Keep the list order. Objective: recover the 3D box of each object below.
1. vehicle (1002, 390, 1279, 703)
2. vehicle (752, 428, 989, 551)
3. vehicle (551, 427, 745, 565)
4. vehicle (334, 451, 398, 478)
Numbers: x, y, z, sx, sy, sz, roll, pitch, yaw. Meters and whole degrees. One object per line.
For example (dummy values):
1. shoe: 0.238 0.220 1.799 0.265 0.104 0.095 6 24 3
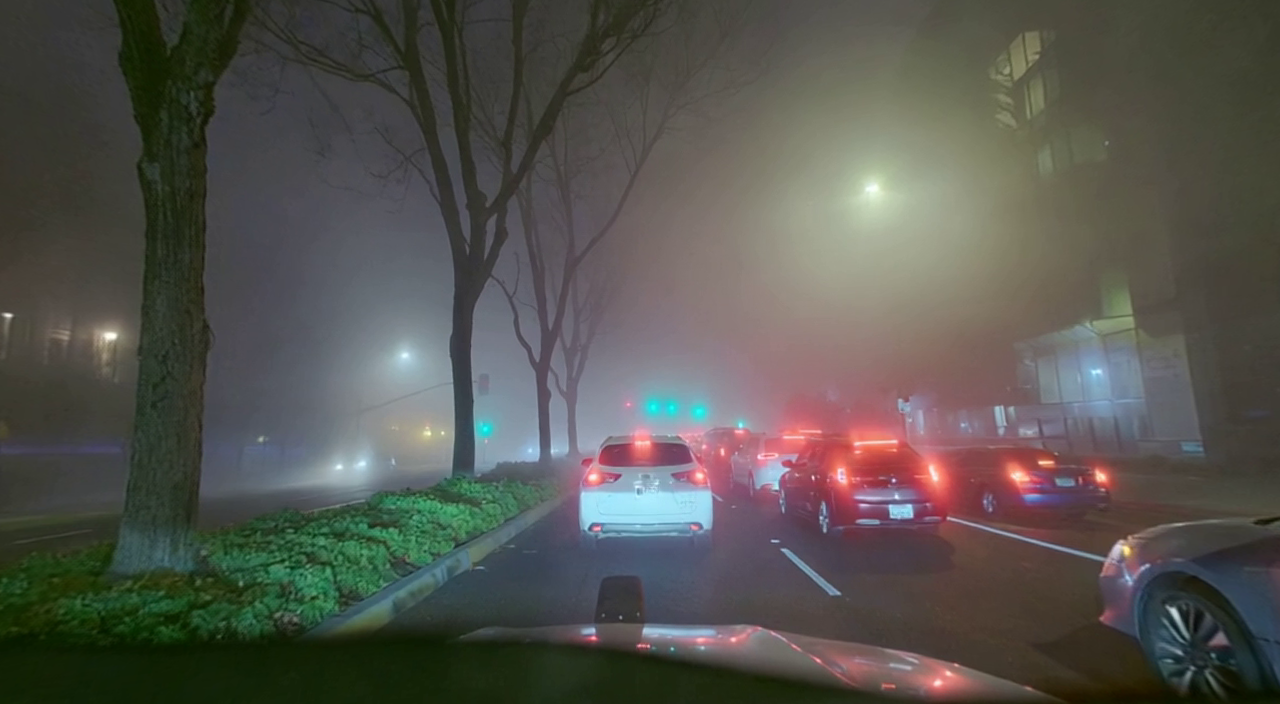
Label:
1. vehicle: 3.216 0.777 1.484 1.982 1.491 4.664 0 -8 0
2. vehicle: 3.238 2.025 10.075 1.995 1.483 4.533 0 -8 -1
3. vehicle: 0.047 1.869 8.987 2.105 1.474 4.127 0 -8 -1
4. vehicle: -16.287 6.704 37.772 1.848 1.447 4.501 0 -8 -1
